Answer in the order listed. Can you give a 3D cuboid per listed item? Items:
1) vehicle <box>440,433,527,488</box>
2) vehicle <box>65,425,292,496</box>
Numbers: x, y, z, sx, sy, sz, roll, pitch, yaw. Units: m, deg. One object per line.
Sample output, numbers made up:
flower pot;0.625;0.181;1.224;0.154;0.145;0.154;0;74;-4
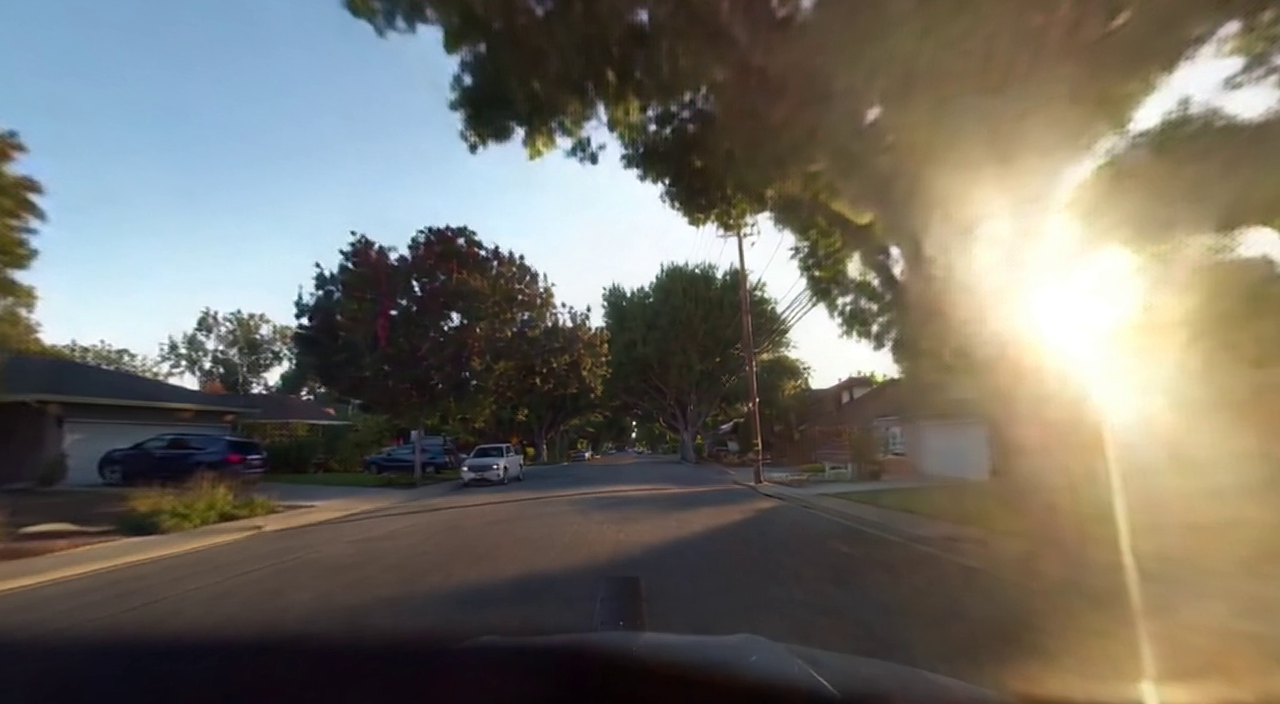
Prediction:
vehicle;-6.988;5.001;29.114;2.739;2.164;6.065;-1;-10;-3
vehicle;-13.664;3.229;19.005;5.033;1.997;2.126;0;-9;-1
